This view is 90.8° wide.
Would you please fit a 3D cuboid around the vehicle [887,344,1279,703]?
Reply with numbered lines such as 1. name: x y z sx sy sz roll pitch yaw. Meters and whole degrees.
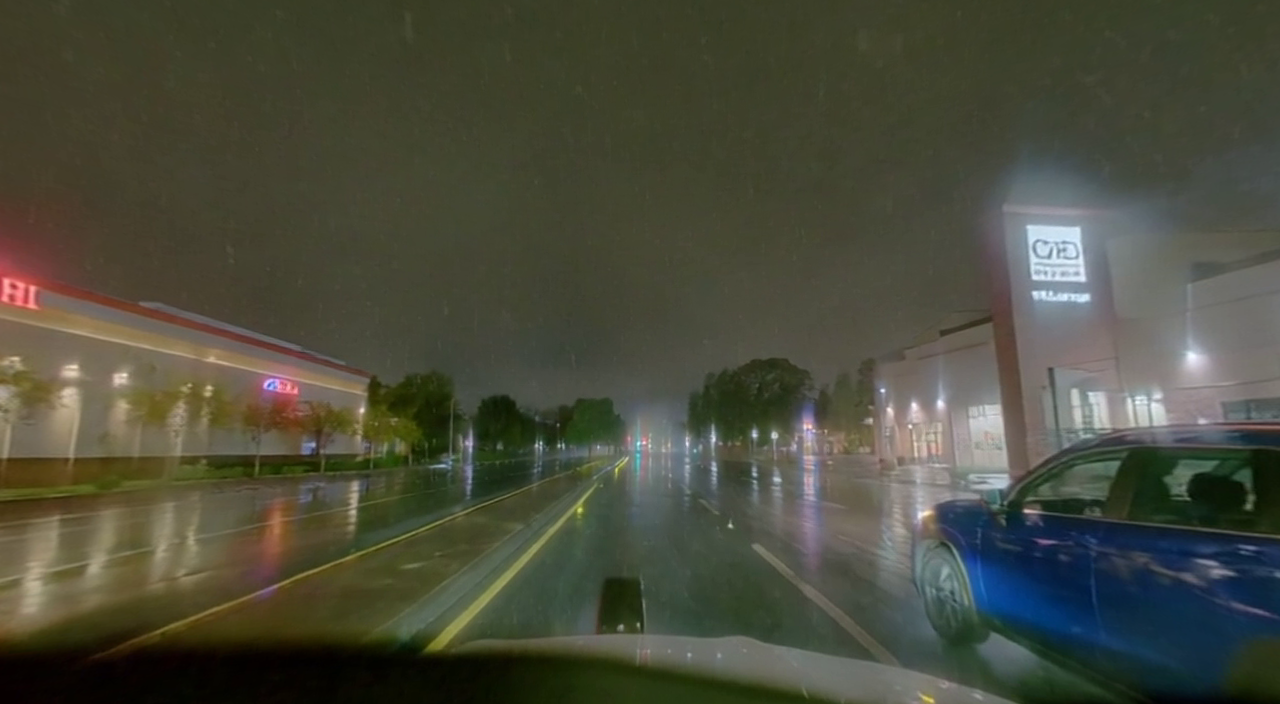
1. vehicle: 3.028 0.867 2.476 2.015 1.641 4.995 0 -8 -1
